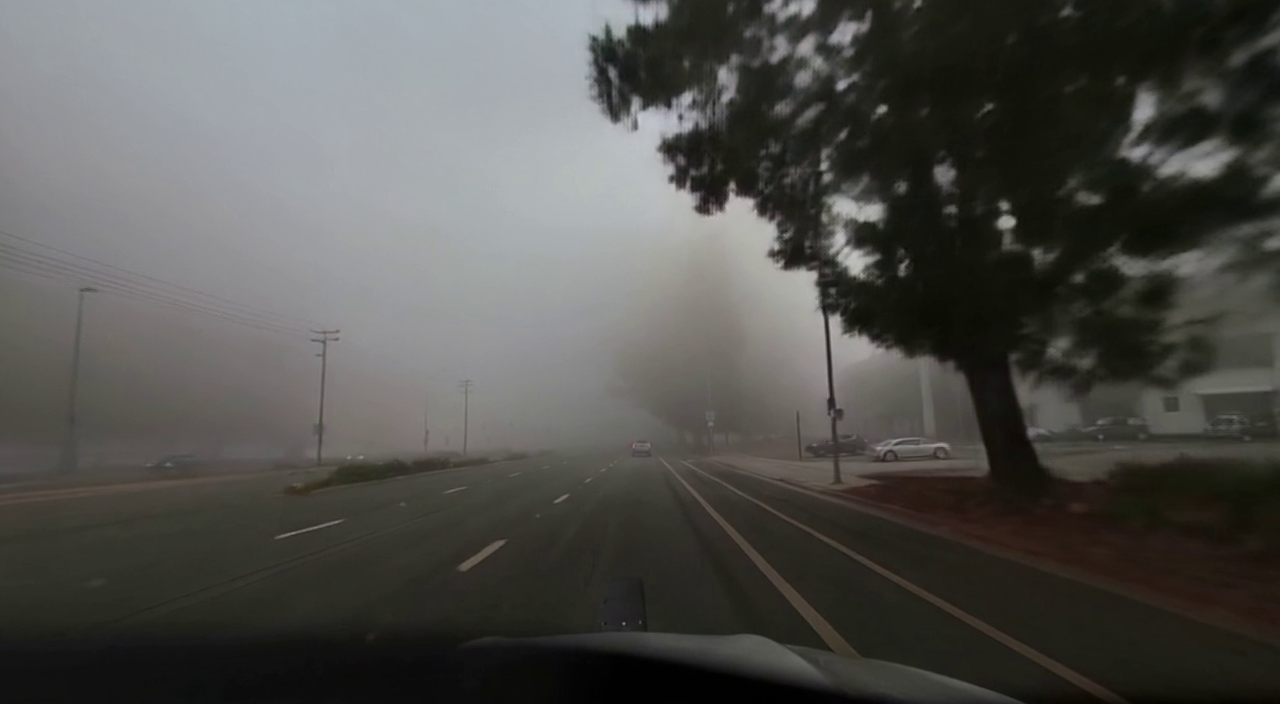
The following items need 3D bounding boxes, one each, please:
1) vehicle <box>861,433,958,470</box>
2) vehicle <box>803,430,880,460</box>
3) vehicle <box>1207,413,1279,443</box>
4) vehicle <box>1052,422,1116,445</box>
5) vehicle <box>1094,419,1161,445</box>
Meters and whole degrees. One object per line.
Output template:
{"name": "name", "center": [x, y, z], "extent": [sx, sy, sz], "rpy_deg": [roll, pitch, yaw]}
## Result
{"name": "vehicle", "center": [14.763, 5.445, 34.671], "extent": [4.388, 1.446, 1.808], "rpy_deg": [-6, -7, 1]}
{"name": "vehicle", "center": [14.303, 6.629, 44.998], "extent": [4.702, 1.853, 2.069], "rpy_deg": [-4, -8, 2]}
{"name": "vehicle", "center": [37.992, 4.834, 39.557], "extent": [4.699, 1.764, 2.200], "rpy_deg": [5, -10, -32]}
{"name": "vehicle", "center": [33.541, 6.188, 47.582], "extent": [4.287, 1.622, 2.088], "rpy_deg": [4, -9, -28]}
{"name": "vehicle", "center": [34.836, 5.730, 45.051], "extent": [4.388, 1.793, 1.961], "rpy_deg": [4, -9, -27]}
